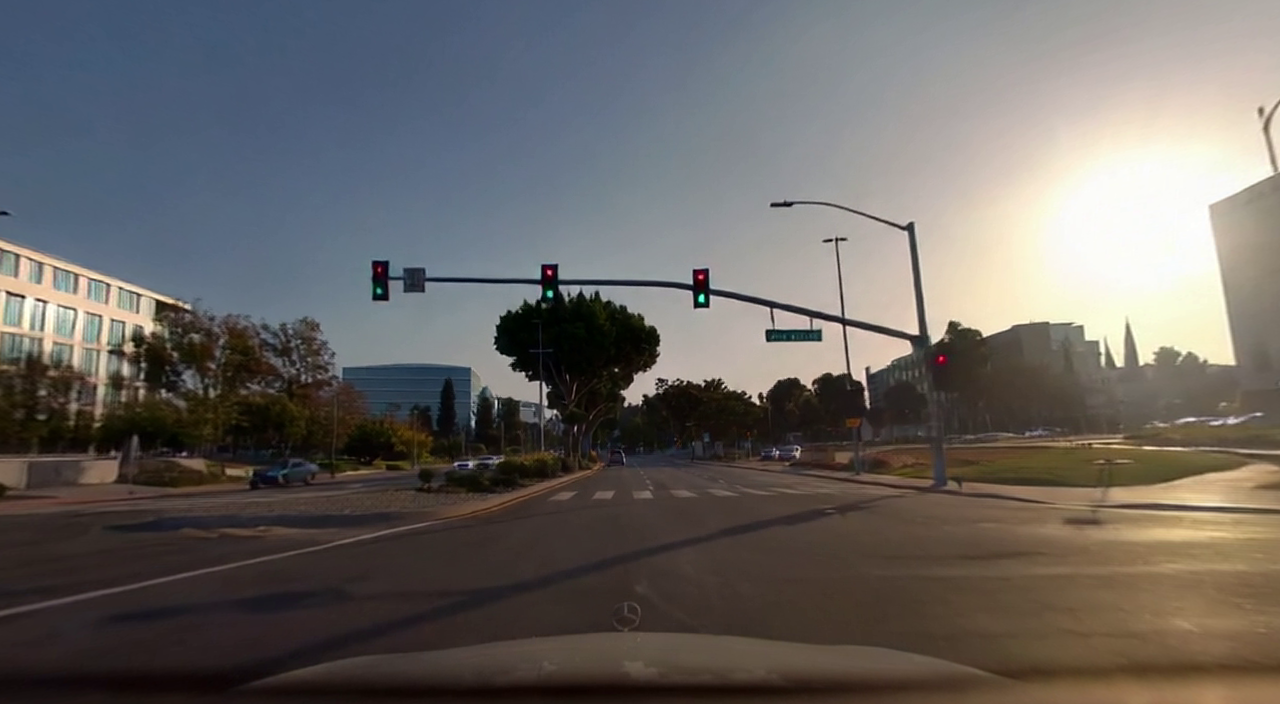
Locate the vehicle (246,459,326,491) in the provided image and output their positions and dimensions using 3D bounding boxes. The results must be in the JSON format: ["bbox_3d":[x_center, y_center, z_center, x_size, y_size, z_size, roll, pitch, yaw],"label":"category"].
[{"bbox_3d":[-19.372,6.724,34.811,1.851,1.502,4.398,-1,-9,0],"label":"vehicle"}]
